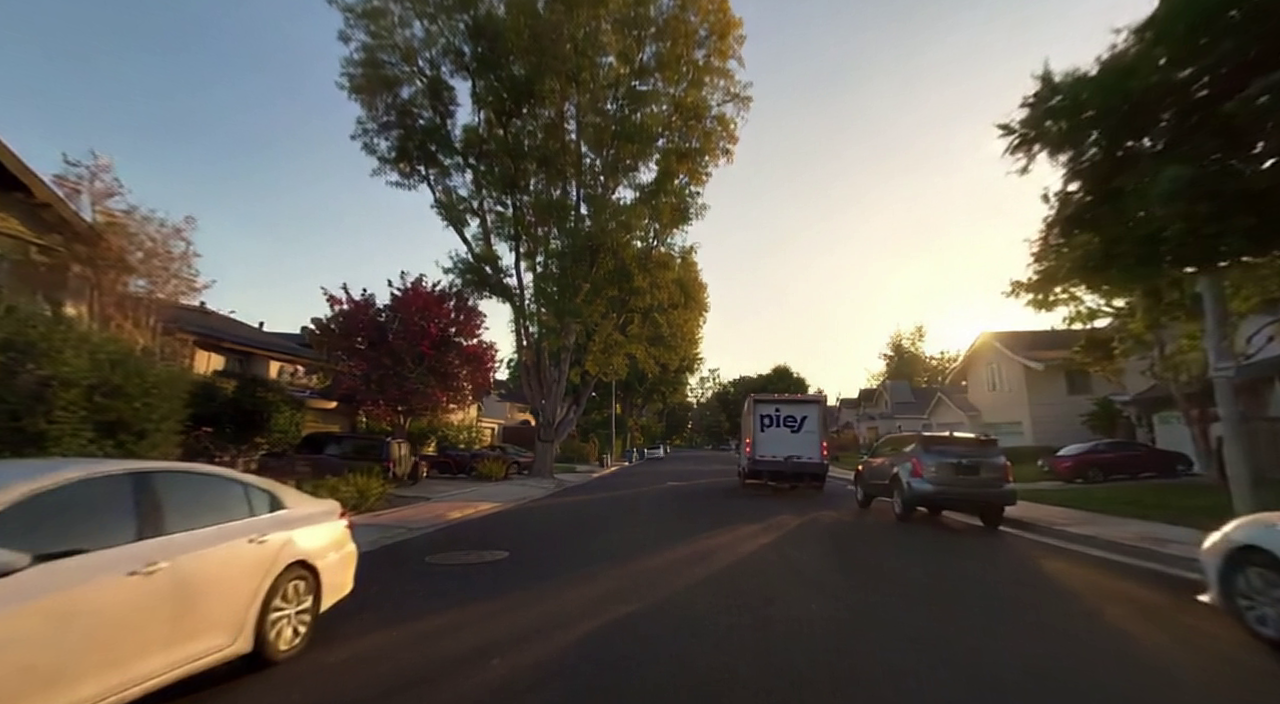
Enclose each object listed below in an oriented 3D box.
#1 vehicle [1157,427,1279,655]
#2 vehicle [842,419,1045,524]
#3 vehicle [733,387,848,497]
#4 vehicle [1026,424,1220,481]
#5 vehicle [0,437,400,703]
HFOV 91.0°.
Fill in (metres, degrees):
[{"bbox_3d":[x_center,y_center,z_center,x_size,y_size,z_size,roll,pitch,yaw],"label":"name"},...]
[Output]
[{"bbox_3d":[5.169,1.068,2.856,1.943,1.511,4.582,-1,-8,4],"label":"vehicle"},{"bbox_3d":[6.283,2.517,13.802,2.410,1.902,4.277,-1,-8,3],"label":"vehicle"},{"bbox_3d":[4.749,3.068,21.436,2.924,3.018,7.600,-1,-9,7],"label":"vehicle"},{"bbox_3d":[15.117,3.163,19.910,4.418,1.695,1.931,0,-8,2],"label":"vehicle"},{"bbox_3d":[-3.318,1.124,2.926,1.938,1.402,5.095,2,-9,6],"label":"vehicle"}]
